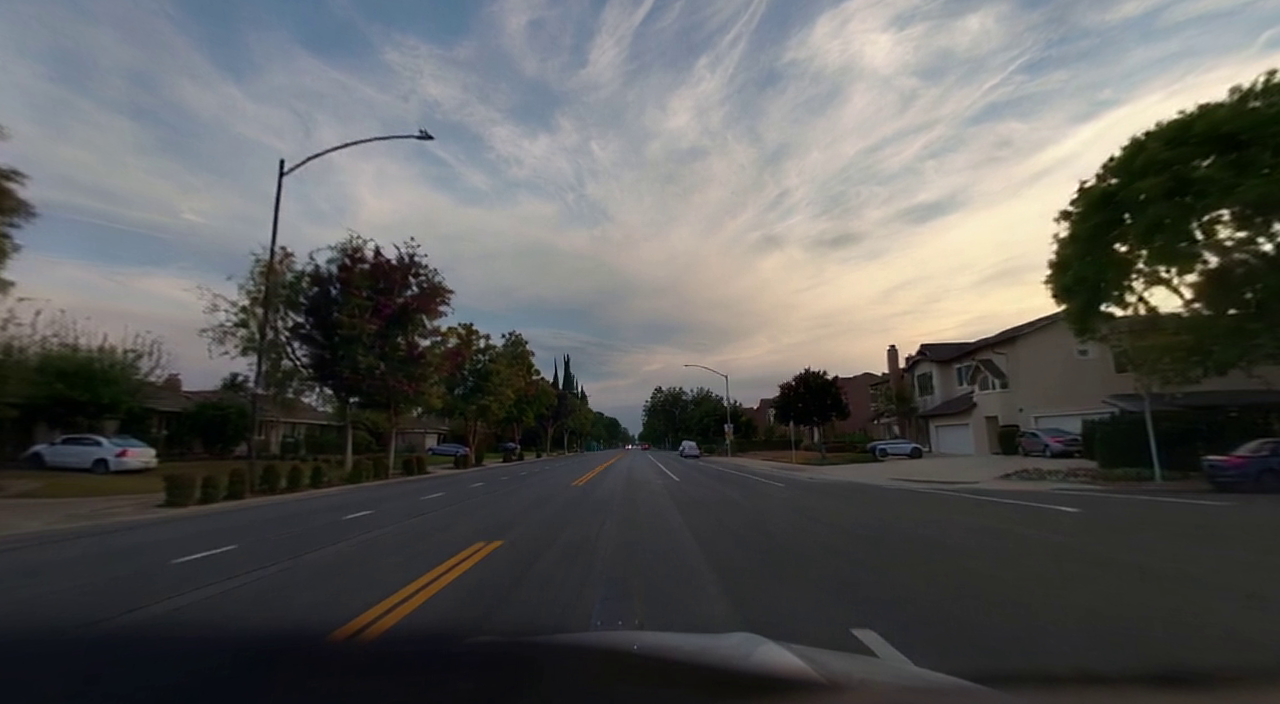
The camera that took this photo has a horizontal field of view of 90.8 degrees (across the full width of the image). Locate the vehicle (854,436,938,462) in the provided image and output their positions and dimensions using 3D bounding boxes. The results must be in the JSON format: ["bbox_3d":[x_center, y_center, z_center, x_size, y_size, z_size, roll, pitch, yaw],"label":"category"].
[{"bbox_3d":[16.327,6.192,40.459,4.443,1.497,2.168,-1,-9,0],"label":"vehicle"}]

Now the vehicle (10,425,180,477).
[{"bbox_3d":[-22.274,4.064,26.030,4.722,1.983,2.346,-1,-8,-2],"label":"vehicle"}]
